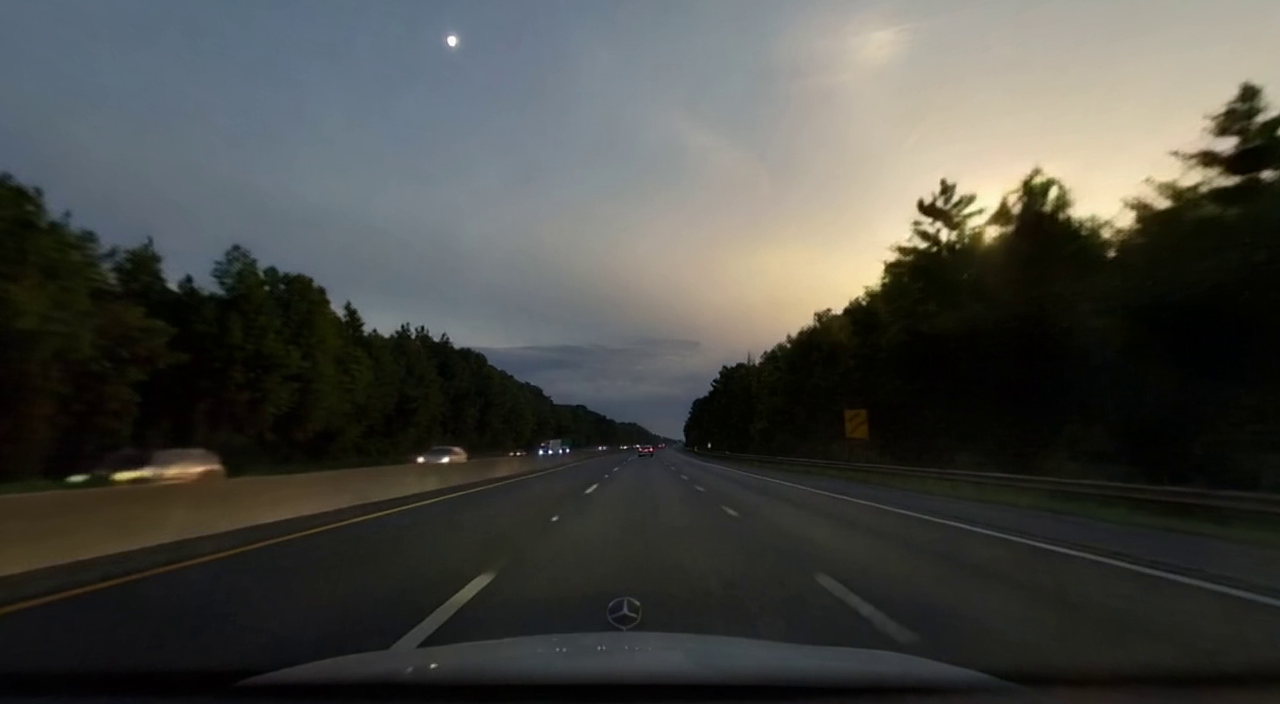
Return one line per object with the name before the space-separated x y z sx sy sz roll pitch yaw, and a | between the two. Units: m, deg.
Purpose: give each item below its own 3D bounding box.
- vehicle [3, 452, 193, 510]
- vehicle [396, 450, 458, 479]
vehicle | -15.420 3.644 18.264 1.923 1.484 3.949 0 -9 1
vehicle | -11.375 6.004 33.874 1.864 1.452 3.968 0 -9 1
